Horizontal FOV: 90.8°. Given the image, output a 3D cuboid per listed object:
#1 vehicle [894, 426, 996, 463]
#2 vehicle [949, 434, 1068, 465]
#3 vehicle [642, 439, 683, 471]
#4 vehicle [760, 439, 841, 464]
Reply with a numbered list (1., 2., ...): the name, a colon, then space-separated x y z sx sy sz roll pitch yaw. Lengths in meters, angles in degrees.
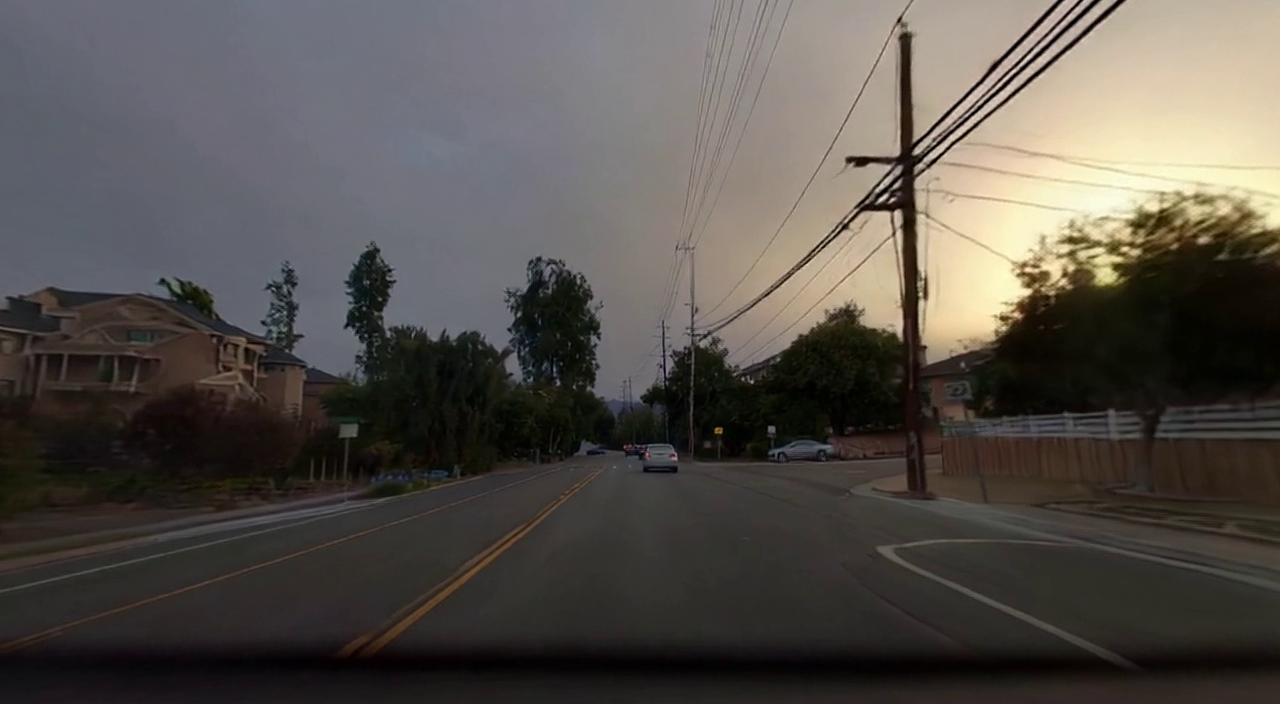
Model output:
1. vehicle: 17.382 5.282 36.173 4.635 2.026 2.258 0 -9 -4
2. vehicle: 19.276 5.109 33.238 4.869 1.477 2.076 -1 -9 2
3. vehicle: 1.080 5.191 31.997 1.975 1.497 3.647 0 -9 0
4. vehicle: 9.910 6.184 39.273 4.511 1.473 1.962 1 -8 -2
